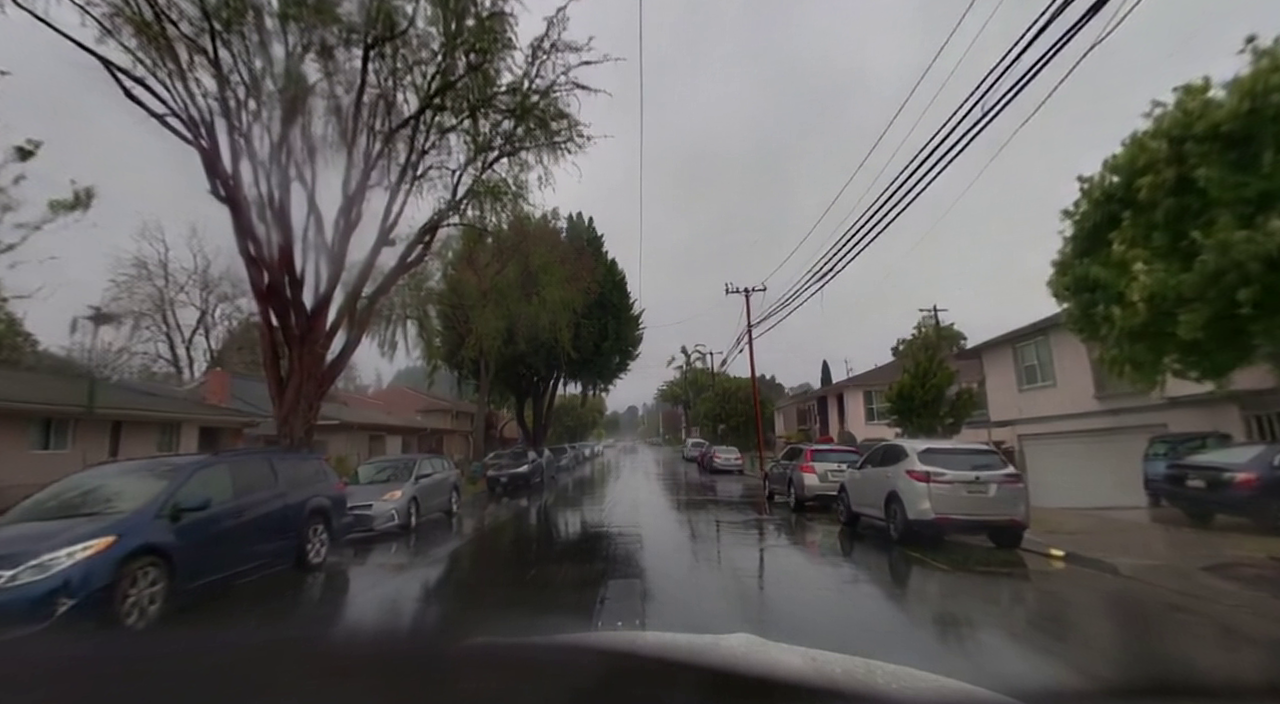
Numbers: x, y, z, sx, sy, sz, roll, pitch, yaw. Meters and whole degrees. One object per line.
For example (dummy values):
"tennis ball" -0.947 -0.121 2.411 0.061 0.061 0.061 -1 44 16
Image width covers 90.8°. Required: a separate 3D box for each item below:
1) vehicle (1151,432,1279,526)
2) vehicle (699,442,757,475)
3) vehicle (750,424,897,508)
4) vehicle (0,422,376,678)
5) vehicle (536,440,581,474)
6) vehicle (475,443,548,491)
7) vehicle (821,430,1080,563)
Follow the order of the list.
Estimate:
"vehicle" 12.819 2.376 12.153 4.285 1.641 1.832 0 -8 1
"vehicle" 4.339 5.325 31.948 2.174 1.504 4.809 0 -8 0
"vehicle" 4.144 2.906 15.255 2.057 1.511 4.858 -5 -14 0
"vehicle" -5.137 1.752 6.955 2.360 1.772 4.907 0 -8 0
"vehicle" -5.218 6.806 41.328 2.184 1.958 5.757 -2 -8 0
"vehicle" -5.041 4.550 25.404 2.032 1.716 4.382 0 -8 0
"vehicle" 4.398 2.076 9.867 1.864 1.592 4.221 0 -8 0
